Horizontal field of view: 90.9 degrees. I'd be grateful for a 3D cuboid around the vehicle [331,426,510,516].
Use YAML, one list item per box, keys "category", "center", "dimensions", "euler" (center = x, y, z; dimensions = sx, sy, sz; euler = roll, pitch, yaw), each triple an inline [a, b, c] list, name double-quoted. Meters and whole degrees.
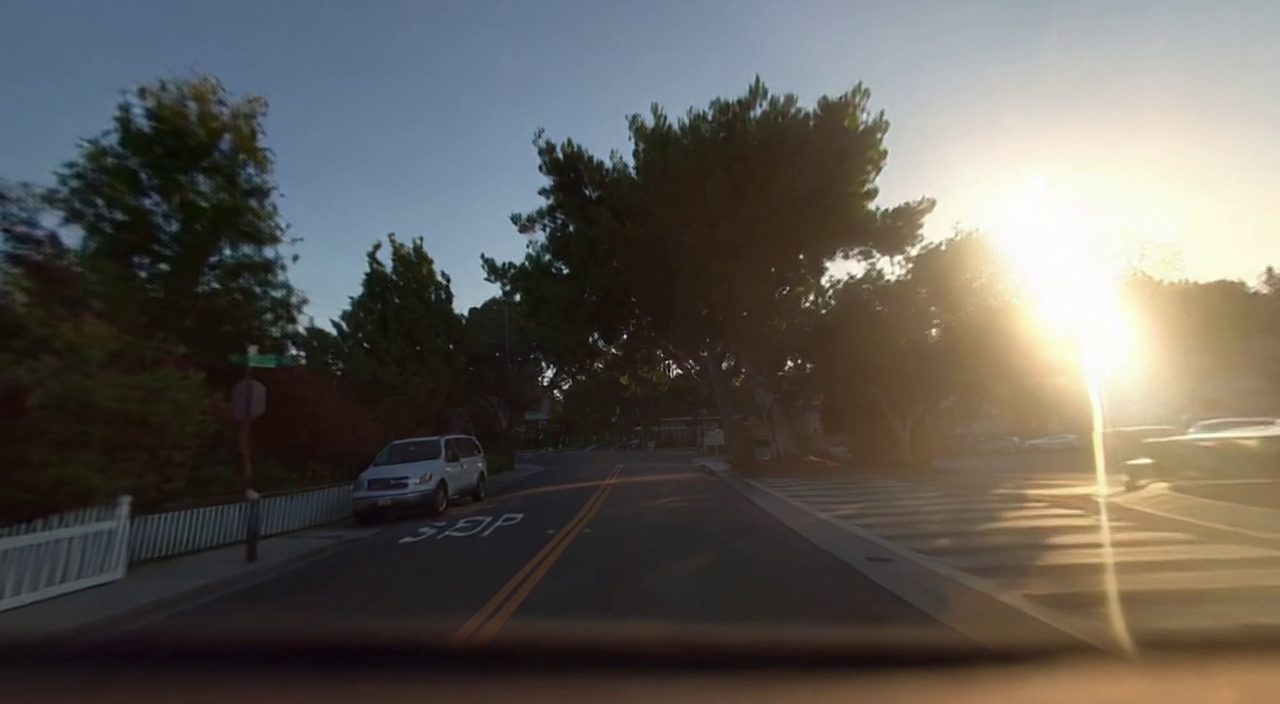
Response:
- category: "vehicle"
  center: [-5.433, 2.994, 16.821]
  dimensions: [2.308, 1.899, 6.107]
  euler: [-2, -7, 3]
